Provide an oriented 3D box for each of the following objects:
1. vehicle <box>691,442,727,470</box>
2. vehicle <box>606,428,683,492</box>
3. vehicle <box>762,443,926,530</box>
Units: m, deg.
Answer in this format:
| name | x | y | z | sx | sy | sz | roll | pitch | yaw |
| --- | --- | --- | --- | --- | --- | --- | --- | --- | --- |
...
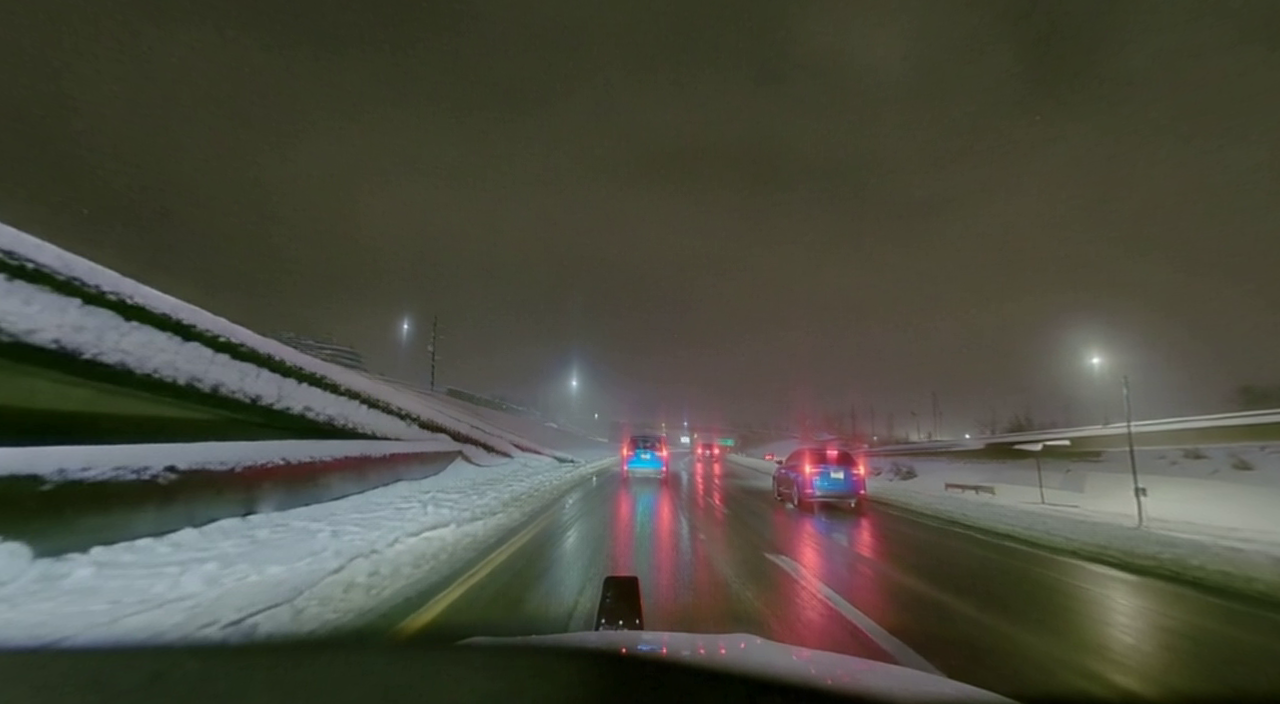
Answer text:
| name | x | y | z | sx | sy | sz | roll | pitch | yaw |
| --- | --- | --- | --- | --- | --- | --- | --- | --- | --- |
| vehicle | 4.392 | 6.734 | 40.786 | 2.047 | 1.700 | 4.069 | 0 | -9 | 2 |
| vehicle | 0.171 | 3.529 | 20.834 | 2.264 | 1.841 | 4.583 | 0 | -9 | 1 |
| vehicle | 3.982 | 2.668 | 13.118 | 2.047 | 1.500 | 4.017 | 0 | -9 | 0 |
